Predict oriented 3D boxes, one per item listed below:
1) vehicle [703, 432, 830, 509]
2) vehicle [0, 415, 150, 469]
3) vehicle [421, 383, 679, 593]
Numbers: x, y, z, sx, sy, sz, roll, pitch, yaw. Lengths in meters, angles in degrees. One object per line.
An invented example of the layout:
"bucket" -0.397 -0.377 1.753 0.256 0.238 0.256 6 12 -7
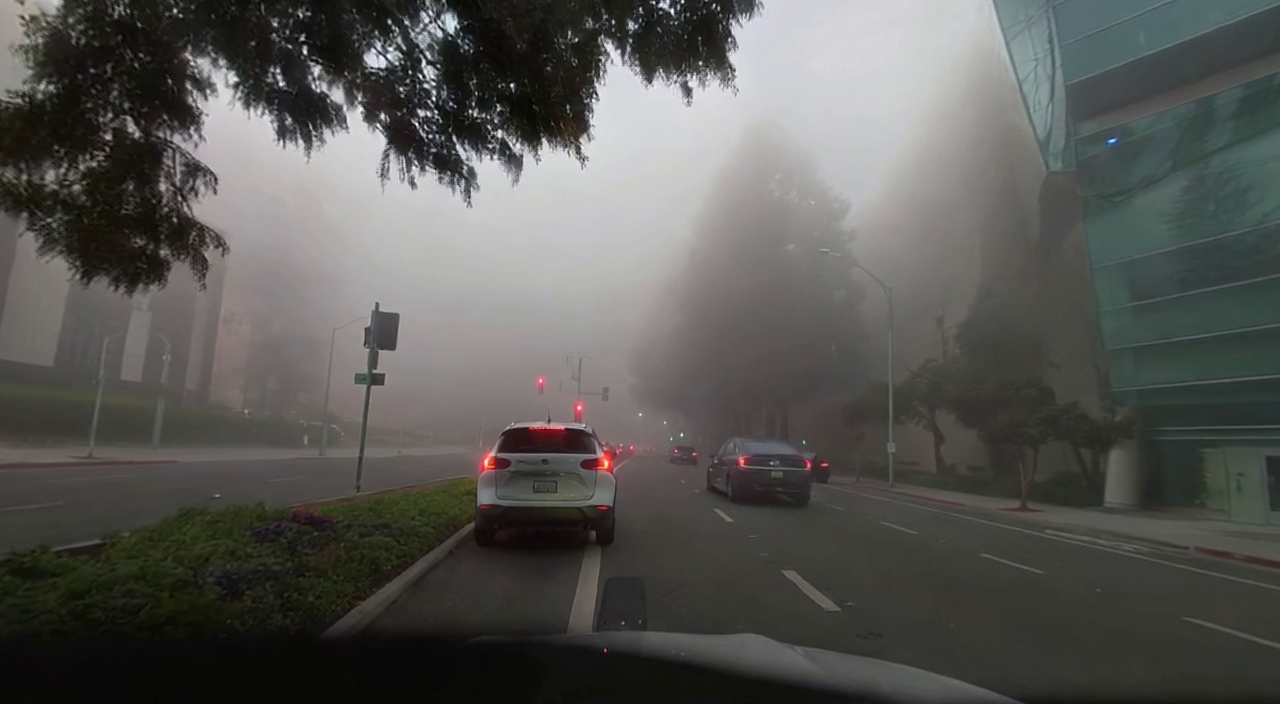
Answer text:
"vehicle" 3.368 3.259 17.817 2.301 1.716 4.856 4 -9 -3
"vehicle" -18.851 2.949 20.435 1.911 1.542 4.748 0 -8 1
"vehicle" -1.139 1.559 8.107 2.275 1.819 4.883 1 -9 -9
